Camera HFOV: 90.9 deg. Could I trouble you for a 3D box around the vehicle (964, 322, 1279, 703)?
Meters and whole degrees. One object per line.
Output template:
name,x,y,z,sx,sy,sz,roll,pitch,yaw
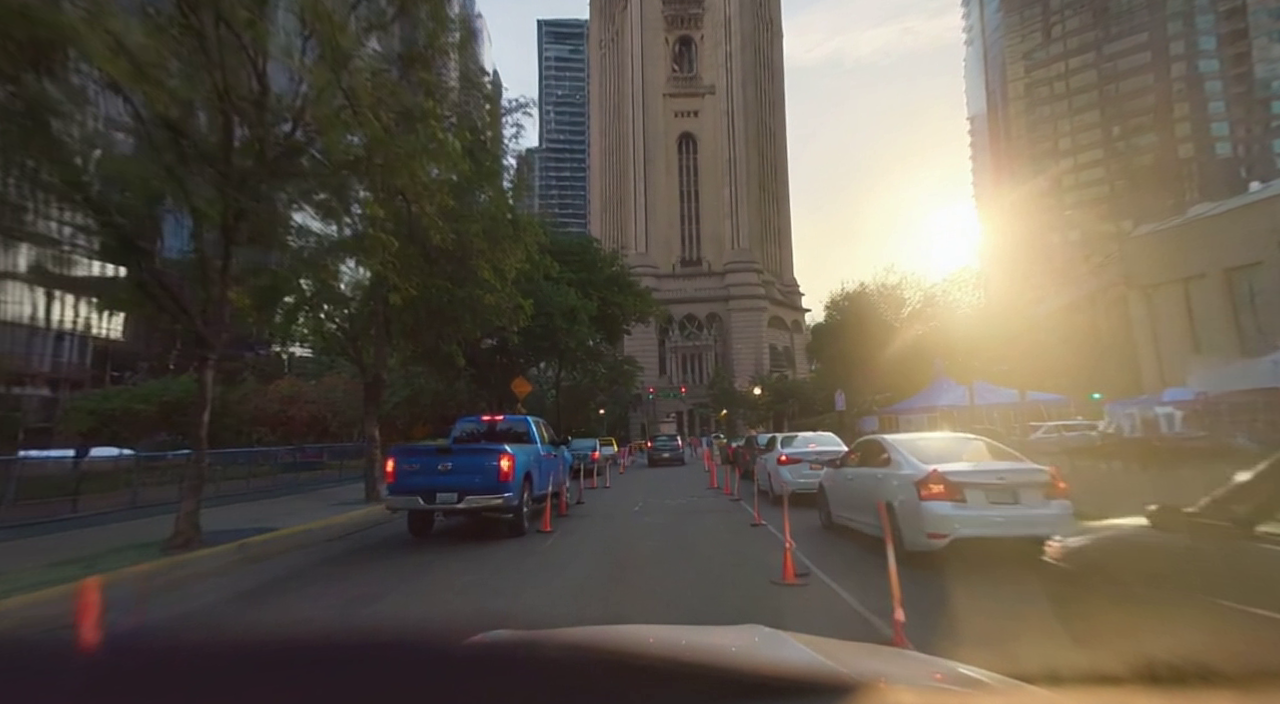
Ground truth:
vehicle,3.198,0.747,2.124,1.923,1.708,4.239,0,-9,0

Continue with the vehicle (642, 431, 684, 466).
vehicle,1.245,5.330,34.875,2.183,1.784,4.317,0,-9,1

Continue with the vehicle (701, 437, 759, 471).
vehicle,4.206,4.835,30.282,2.021,1.506,4.643,0,-8,-1

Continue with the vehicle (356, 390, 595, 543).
vehicle,-2.325,1.904,10.995,2.452,1.954,5.653,0,-9,2
